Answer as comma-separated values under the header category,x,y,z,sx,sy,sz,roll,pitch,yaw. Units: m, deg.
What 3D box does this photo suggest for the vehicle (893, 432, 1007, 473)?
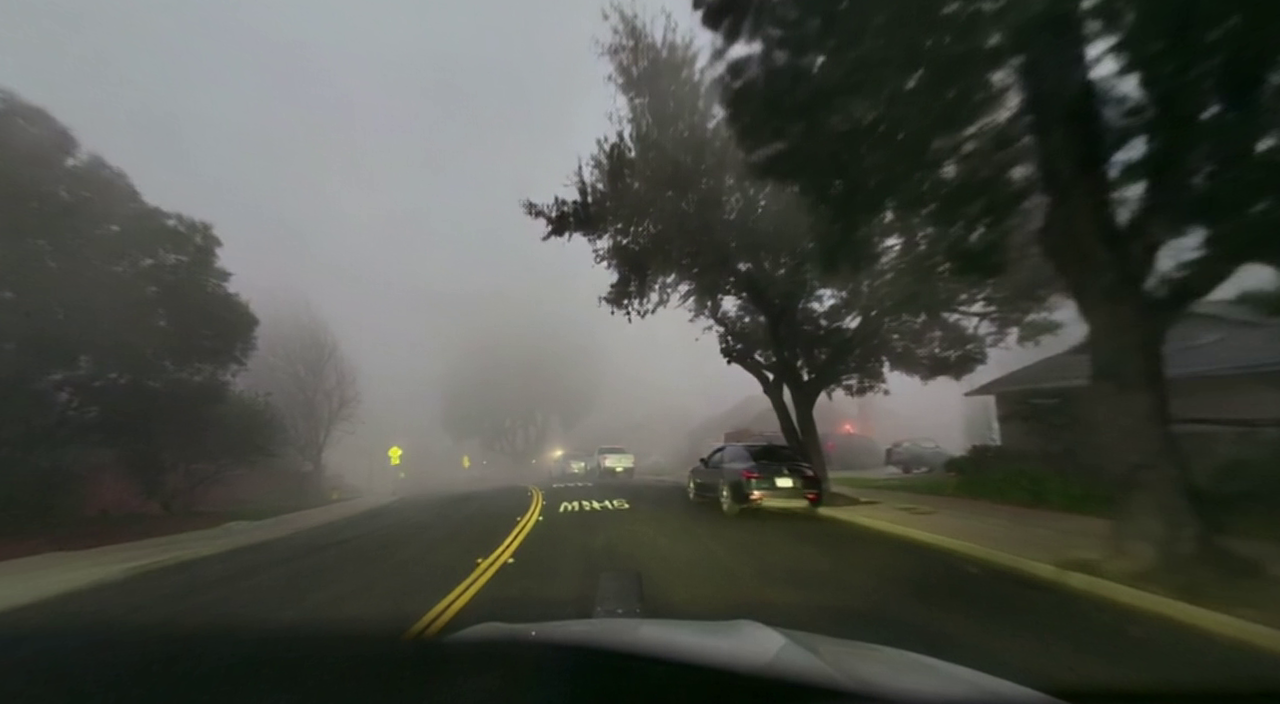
category,x,y,z,sx,sy,sz,roll,pitch,yaw
vehicle,12.119,3.869,24.642,4.253,1.458,1.900,4,-10,-32

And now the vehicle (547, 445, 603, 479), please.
category,x,y,z,sx,sy,sz,roll,pitch,yaw
vehicle,-4.077,6.692,38.713,2.180,1.849,5.423,2,-9,-19

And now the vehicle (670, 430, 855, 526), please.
category,x,y,z,sx,sy,sz,roll,pitch,yaw
vehicle,2.126,2.416,12.816,2.181,1.494,5.023,0,-8,-7

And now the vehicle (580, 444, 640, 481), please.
category,x,y,z,sx,sy,sz,roll,pitch,yaw
vehicle,-1.600,5.458,31.589,1.965,1.663,4.744,2,-9,-16
